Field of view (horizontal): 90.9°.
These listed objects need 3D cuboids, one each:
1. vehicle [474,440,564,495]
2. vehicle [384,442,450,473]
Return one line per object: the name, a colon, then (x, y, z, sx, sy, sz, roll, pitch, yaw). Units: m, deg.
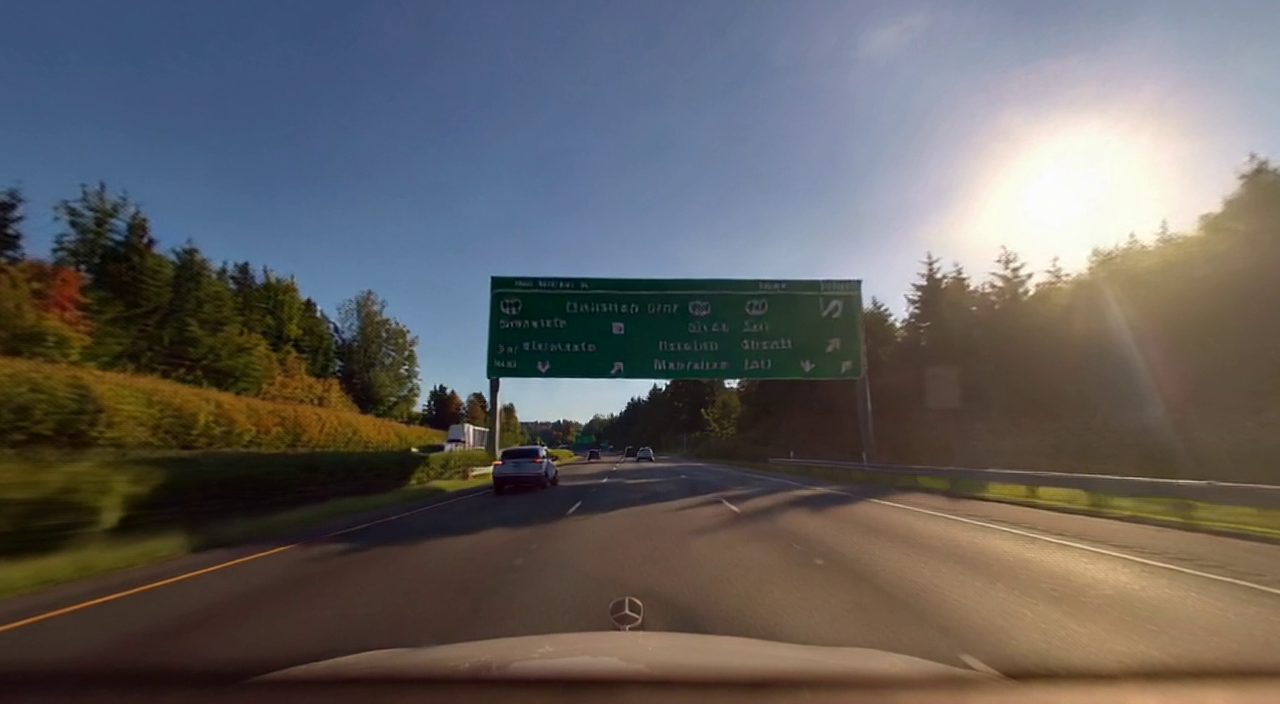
vehicle: (-3.800, 3.721, 20.612, 2.028, 1.584, 4.481, 0, -9, 0)
vehicle: (-11.778, 5.589, 33.627, 1.925, 1.519, 4.505, 0, -9, 0)
